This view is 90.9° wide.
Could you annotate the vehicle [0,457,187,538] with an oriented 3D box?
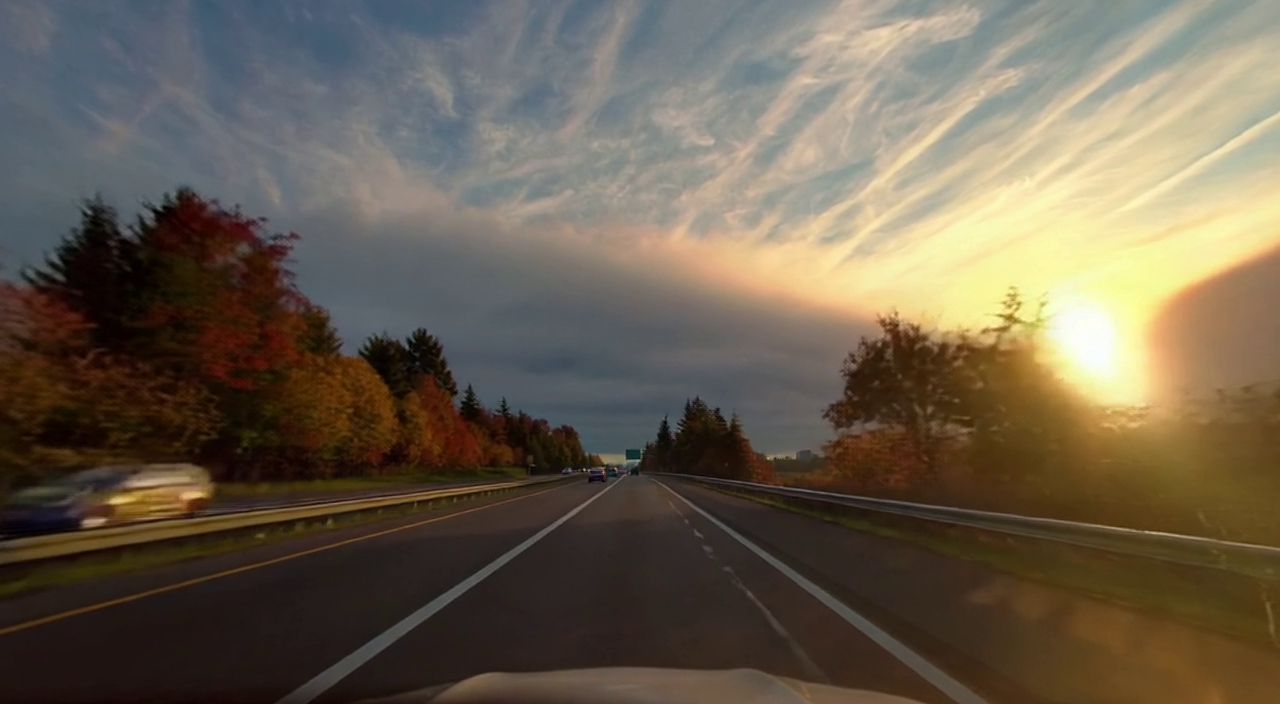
[{"bbox_3d":[-13.043,3.216,14.406,1.983,1.520,4.466,1,-10,0],"label":"vehicle"}]
